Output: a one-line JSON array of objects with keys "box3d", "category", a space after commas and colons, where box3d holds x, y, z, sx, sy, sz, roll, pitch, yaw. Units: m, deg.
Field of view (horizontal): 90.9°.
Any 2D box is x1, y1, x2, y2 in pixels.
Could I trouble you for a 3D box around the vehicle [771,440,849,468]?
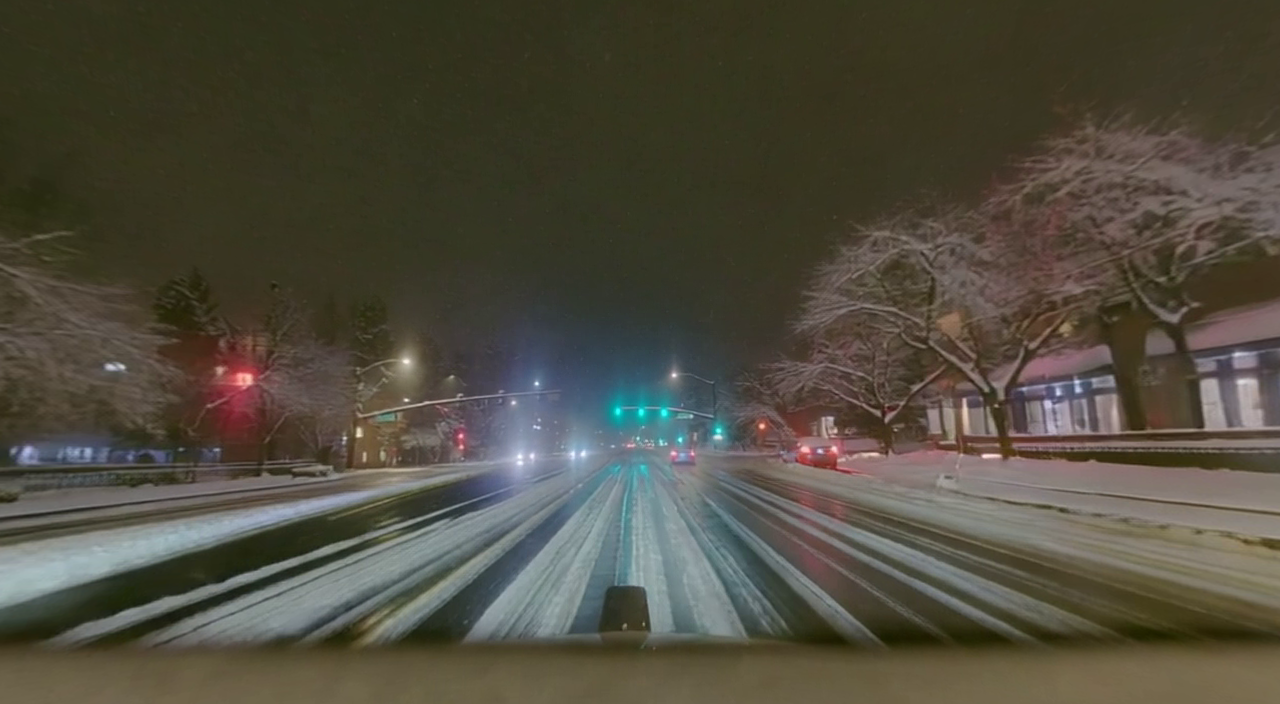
[{"box3d": [9.881, 5.939, 36.826, 4.007, 1.591, 1.915, -1, -8, 2], "category": "vehicle"}]
